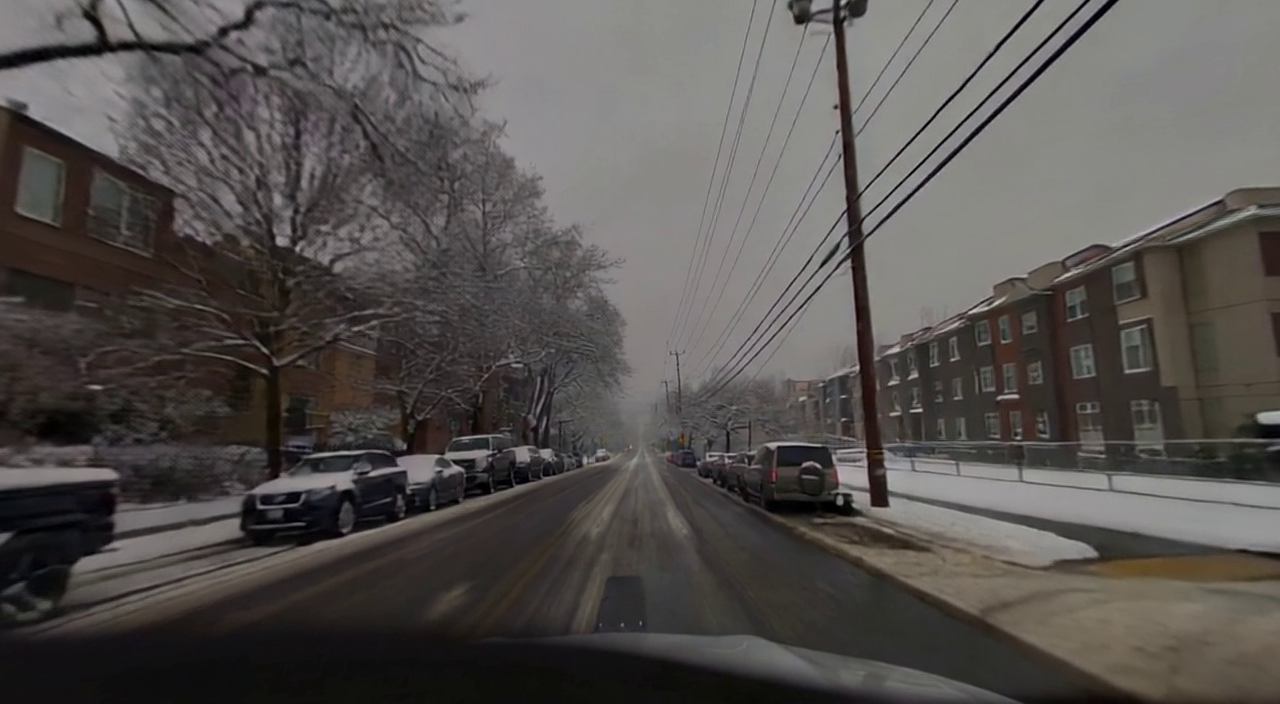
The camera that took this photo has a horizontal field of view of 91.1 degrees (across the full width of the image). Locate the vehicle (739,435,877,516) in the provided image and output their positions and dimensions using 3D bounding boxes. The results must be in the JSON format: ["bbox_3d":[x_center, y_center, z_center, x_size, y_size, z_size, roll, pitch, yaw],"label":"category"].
[{"bbox_3d":[4.013,3.019,15.888,2.328,1.730,4.225,0,-8,0],"label":"vehicle"}]

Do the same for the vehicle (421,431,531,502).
[{"bbox_3d":[-5.989,4.177,23.860,2.376,2.219,6.021,-2,-7,2],"label":"vehicle"}]

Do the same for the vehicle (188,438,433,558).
[{"bbox_3d":[-6.071,2.664,12.476,2.247,1.698,4.944,-3,-7,0],"label":"vehicle"}]

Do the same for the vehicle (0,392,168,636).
[{"bbox_3d":[-6.194,1.201,3.845,2.063,1.936,5.919,-4,-8,0],"label":"vehicle"}]
